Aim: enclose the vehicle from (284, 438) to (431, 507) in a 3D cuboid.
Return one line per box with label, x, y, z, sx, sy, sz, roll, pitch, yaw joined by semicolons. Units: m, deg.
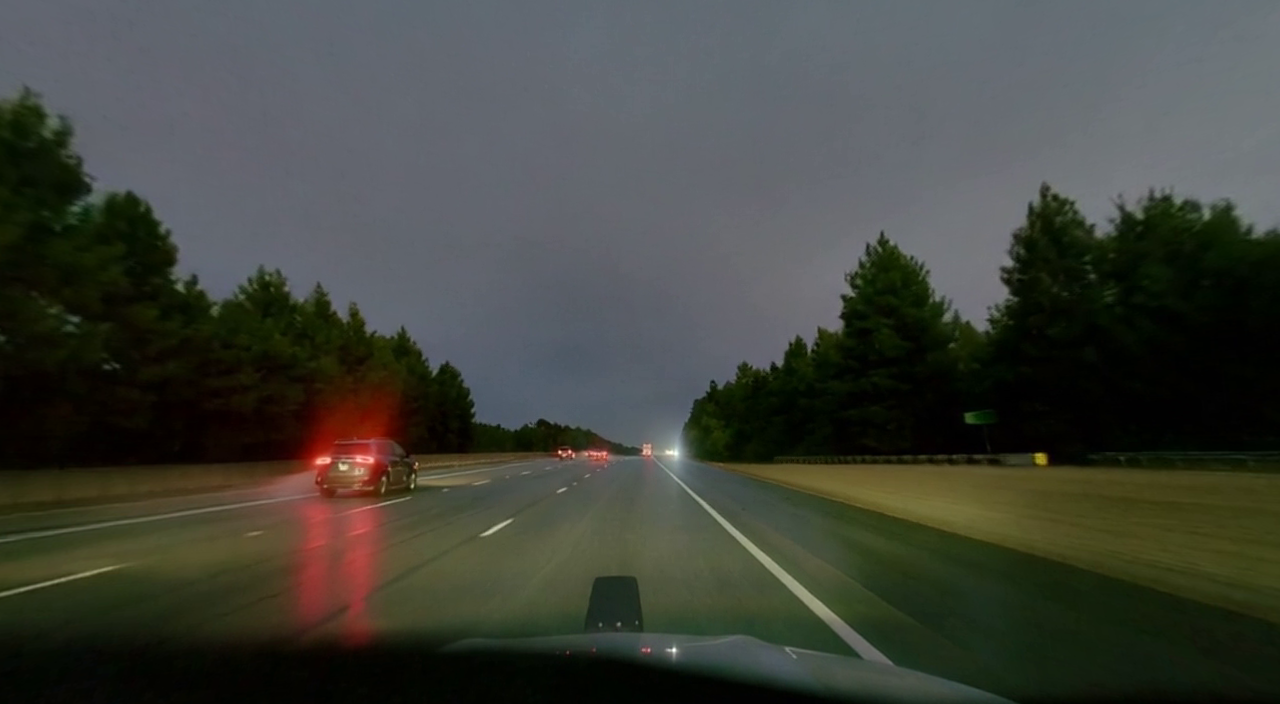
vehicle;-7.385;3.180;17.022;2.007;1.616;4.141;0;-9;1
